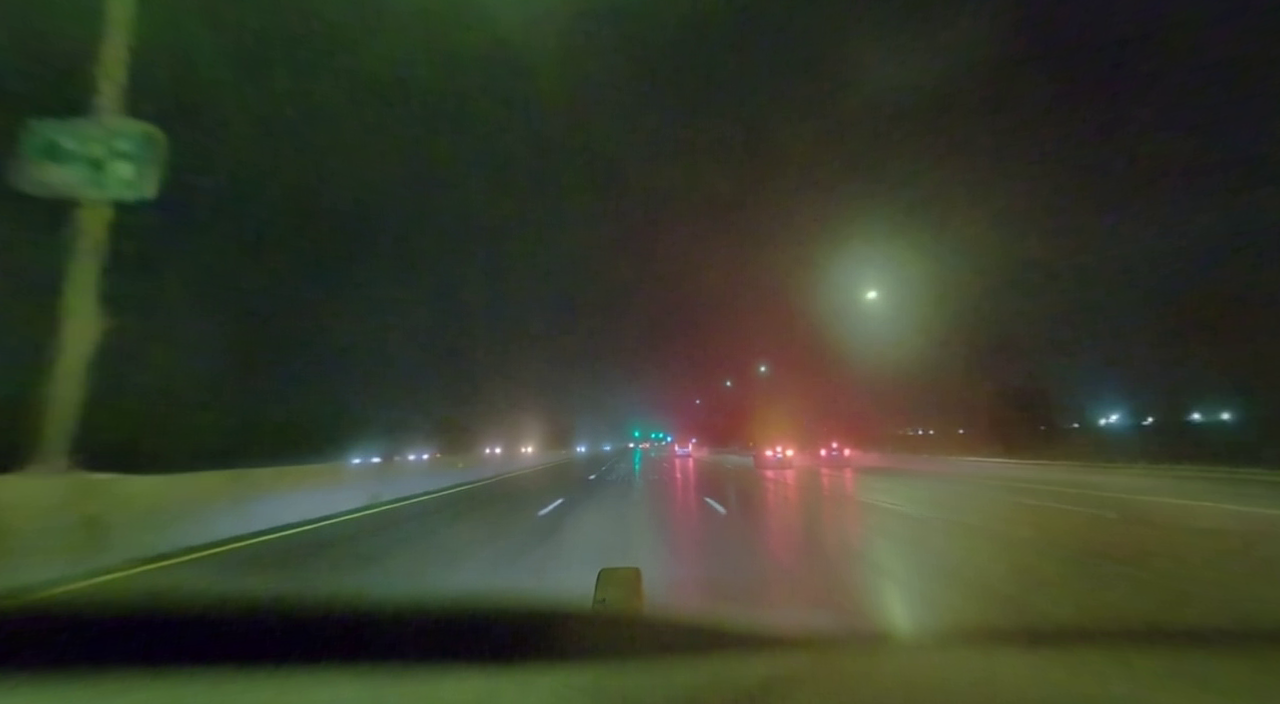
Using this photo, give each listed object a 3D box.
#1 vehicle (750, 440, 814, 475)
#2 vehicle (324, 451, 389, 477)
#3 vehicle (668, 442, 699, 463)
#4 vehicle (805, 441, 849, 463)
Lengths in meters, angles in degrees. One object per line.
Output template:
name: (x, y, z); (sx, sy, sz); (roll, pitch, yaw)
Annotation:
vehicle: (6.666, 4.975, 30.075); (2.038, 1.528, 3.910); (0, -8, -1)
vehicle: (-18.099, 7.118, 40.575); (2.022, 1.453, 4.757); (0, -8, -1)
vehicle: (3.332, 7.800, 49.102); (2.056, 1.553, 4.320); (0, -8, -1)
vehicle: (14.608, 7.827, 49.569); (2.025, 1.595, 4.268); (0, -8, -1)
